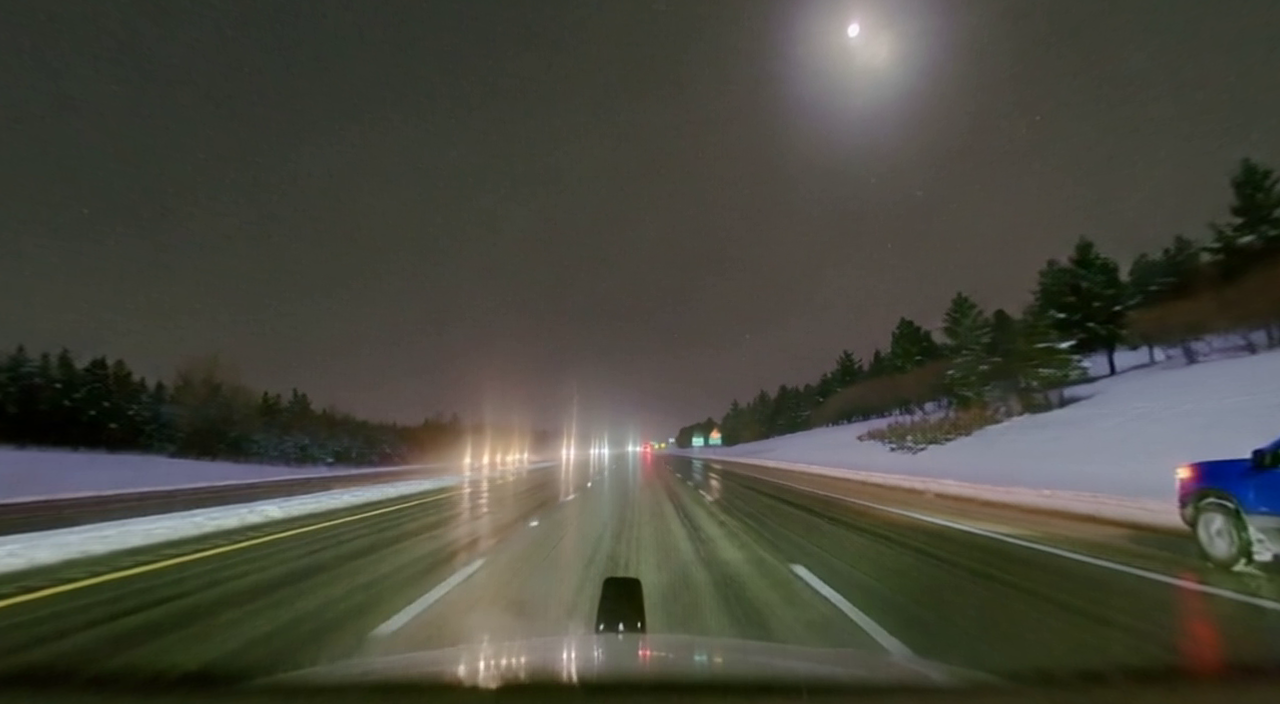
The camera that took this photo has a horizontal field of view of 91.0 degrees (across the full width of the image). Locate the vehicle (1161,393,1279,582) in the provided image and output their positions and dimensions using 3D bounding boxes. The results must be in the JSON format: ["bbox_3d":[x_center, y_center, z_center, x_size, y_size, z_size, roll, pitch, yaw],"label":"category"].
[{"bbox_3d":[7.404,1.153,4.969,2.186,1.848,5.136,0,-9,1],"label":"vehicle"}]
